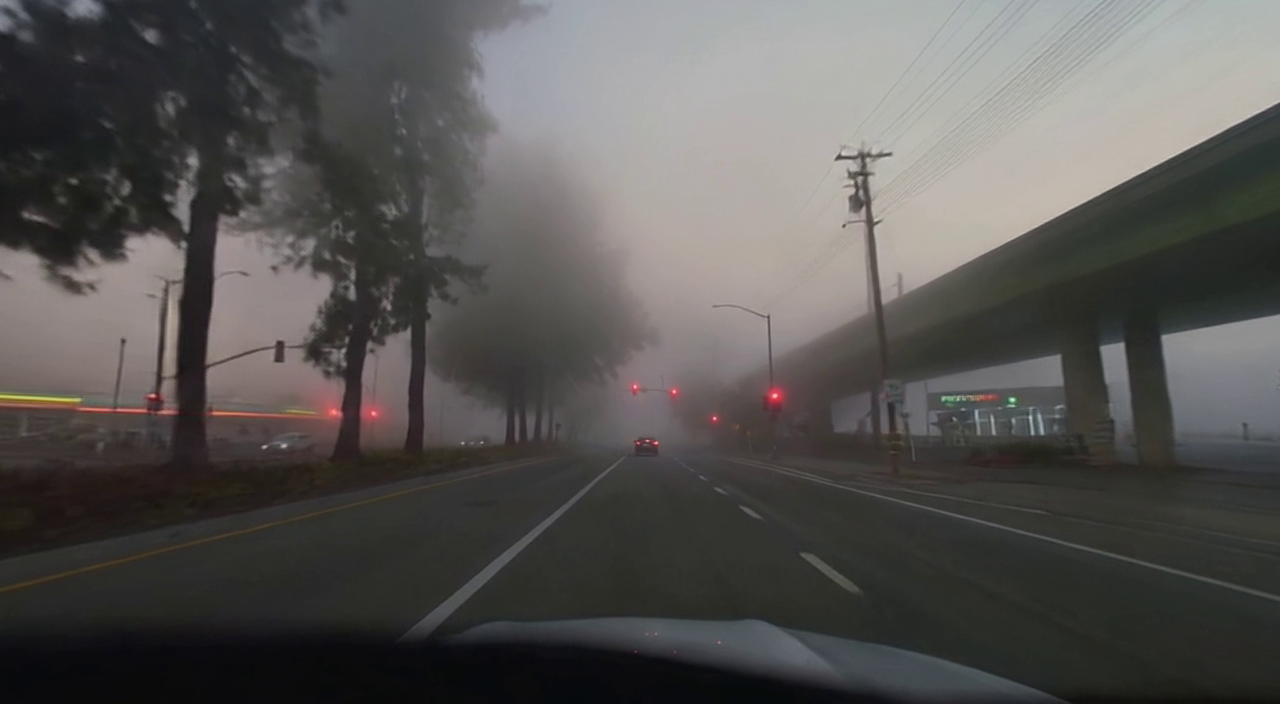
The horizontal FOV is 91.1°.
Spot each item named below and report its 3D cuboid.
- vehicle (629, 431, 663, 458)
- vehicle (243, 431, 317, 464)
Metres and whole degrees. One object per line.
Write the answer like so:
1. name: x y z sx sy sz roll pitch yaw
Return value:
1. vehicle: 0.357 5.914 40.135 2.074 1.631 3.793 0 -8 0
2. vehicle: -23.222 6.198 40.746 2.026 1.965 4.674 0 -8 -1
